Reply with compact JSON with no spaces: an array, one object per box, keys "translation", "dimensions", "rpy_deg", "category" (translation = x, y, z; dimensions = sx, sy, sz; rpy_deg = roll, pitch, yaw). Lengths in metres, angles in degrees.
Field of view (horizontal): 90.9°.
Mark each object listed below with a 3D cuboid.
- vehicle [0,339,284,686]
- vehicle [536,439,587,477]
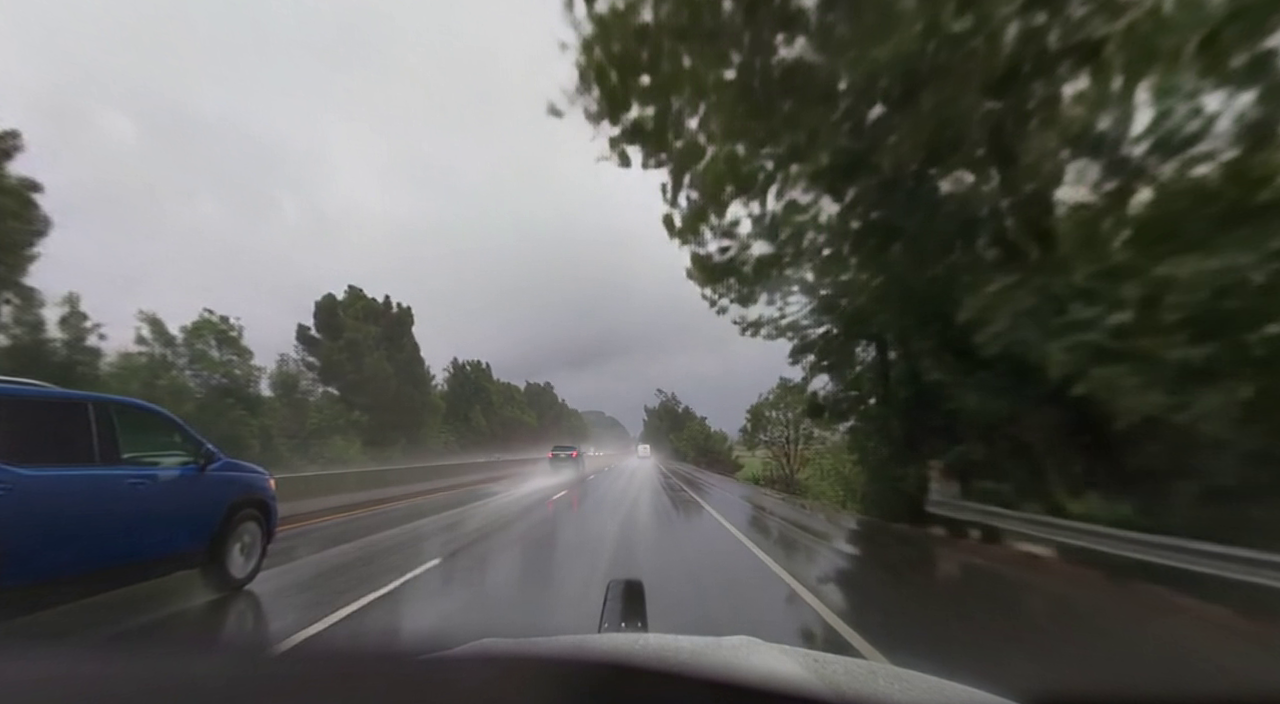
[{"translation":[-4.670,0.967,3.922],"dimensions":[2.102,1.941,4.703],"rpy_deg":[0,-9,0],"category":"vehicle"},{"translation":[-4.000,5.522,32.915],"dimensions":[2.056,1.811,4.202],"rpy_deg":[0,-9,1],"category":"vehicle"}]
